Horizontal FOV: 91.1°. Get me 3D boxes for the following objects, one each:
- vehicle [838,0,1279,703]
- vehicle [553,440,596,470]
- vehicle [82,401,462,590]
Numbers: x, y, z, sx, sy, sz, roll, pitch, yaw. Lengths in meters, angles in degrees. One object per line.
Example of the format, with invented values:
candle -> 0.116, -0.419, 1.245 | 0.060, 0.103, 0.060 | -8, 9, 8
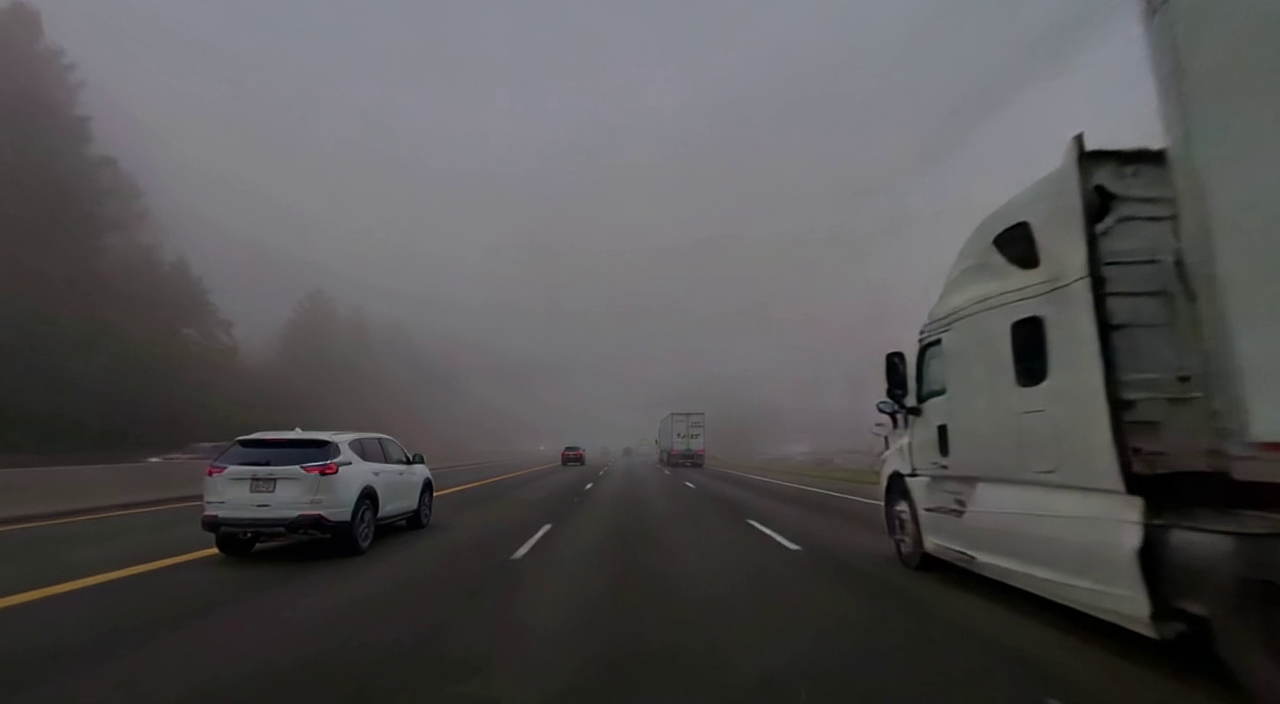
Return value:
vehicle -> 4.227, 0.178, 5.176 | 3.030, 3.918, 6.108 | 0, -9, -1
vehicle -> -3.911, 6.238, 38.225 | 2.139, 1.716, 4.530 | 0, -9, -1
vehicle -> -4.143, 1.708, 8.315 | 2.202, 1.760, 4.617 | 0, -9, 0
